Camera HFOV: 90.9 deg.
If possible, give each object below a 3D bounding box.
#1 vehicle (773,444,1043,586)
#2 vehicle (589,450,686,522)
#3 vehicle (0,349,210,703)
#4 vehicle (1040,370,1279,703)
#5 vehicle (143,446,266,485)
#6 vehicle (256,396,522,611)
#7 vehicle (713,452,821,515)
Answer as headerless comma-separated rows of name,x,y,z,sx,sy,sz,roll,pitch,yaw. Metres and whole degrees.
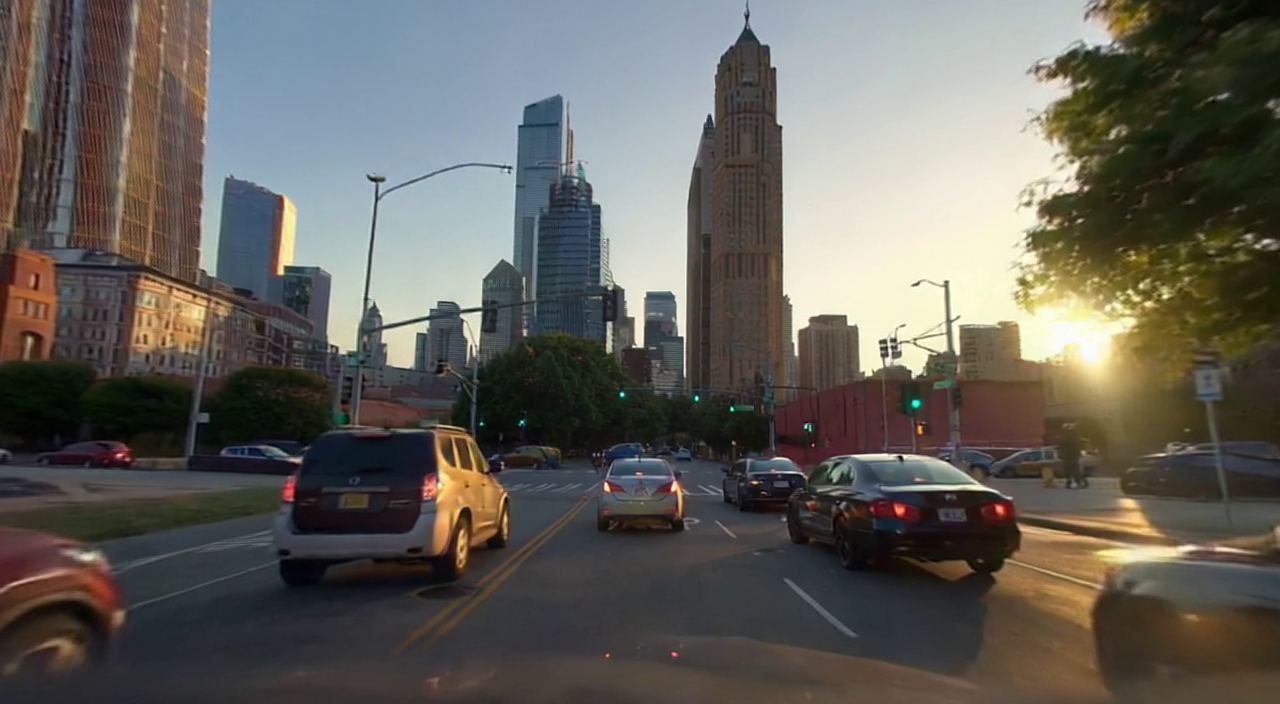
vehicle,3.440,2.140,9.282,1.973,1.537,4.533,0,-8,0
vehicle,-0.076,3.114,15.198,2.031,1.461,3.763,0,-8,-1
vehicle,-3.412,0.710,1.291,2.046,1.744,4.407,0,-8,-2
vehicle,3.254,0.752,1.219,2.179,1.631,4.173,0,-8,0
vehicle,-20.247,5.263,29.469,4.271,1.705,1.941,0,-8,1
vehicle,-2.767,1.719,7.992,1.683,2.039,3.703,0,-8,2
vehicle,3.364,3.565,17.636,1.942,1.443,4.468,0,-8,-2
